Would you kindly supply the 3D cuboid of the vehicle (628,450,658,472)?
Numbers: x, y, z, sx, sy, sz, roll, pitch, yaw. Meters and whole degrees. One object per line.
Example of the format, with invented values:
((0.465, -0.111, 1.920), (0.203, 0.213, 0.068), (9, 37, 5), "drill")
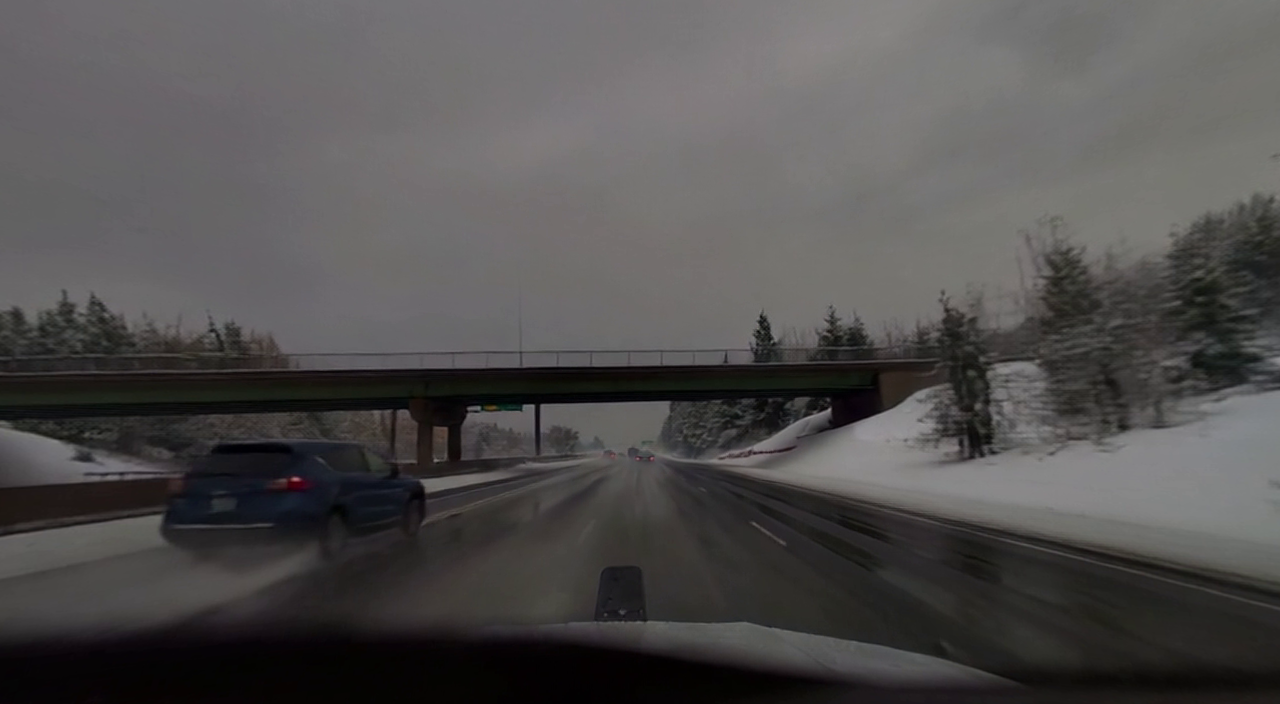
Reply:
((0.206, 8.041, 46.507), (2.113, 1.537, 4.208), (0, -9, 0), "vehicle")

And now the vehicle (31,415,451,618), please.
((-3.971, 1.708, 7.469), (2.055, 1.665, 4.373), (0, -9, 0), "vehicle")
